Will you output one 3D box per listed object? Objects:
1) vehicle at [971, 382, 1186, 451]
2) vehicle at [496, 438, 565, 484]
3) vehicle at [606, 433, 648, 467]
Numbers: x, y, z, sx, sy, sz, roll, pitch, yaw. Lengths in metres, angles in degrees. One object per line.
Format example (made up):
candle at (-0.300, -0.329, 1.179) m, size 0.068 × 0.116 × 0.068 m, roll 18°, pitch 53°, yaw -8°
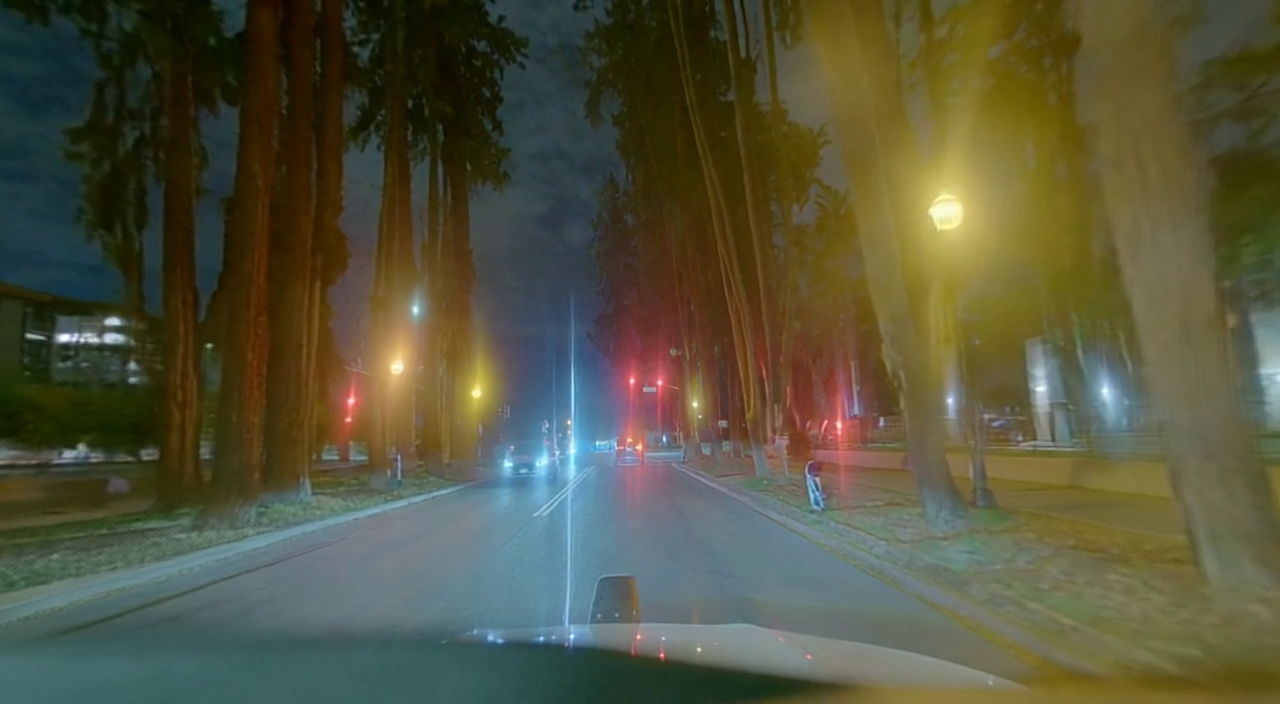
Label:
vehicle at (12.004, 1.817, 17.555) m, size 4.349 × 1.462 × 1.982 m, roll -5°, pitch -7°, yaw 6°
vehicle at (-3.861, 3.894, 22.861) m, size 1.973 × 1.512 × 3.524 m, roll 0°, pitch -8°, yaw -2°
vehicle at (-0.665, 5.257, 33.929) m, size 2.142 × 1.686 × 3.816 m, roll -1°, pitch -8°, yaw 0°
